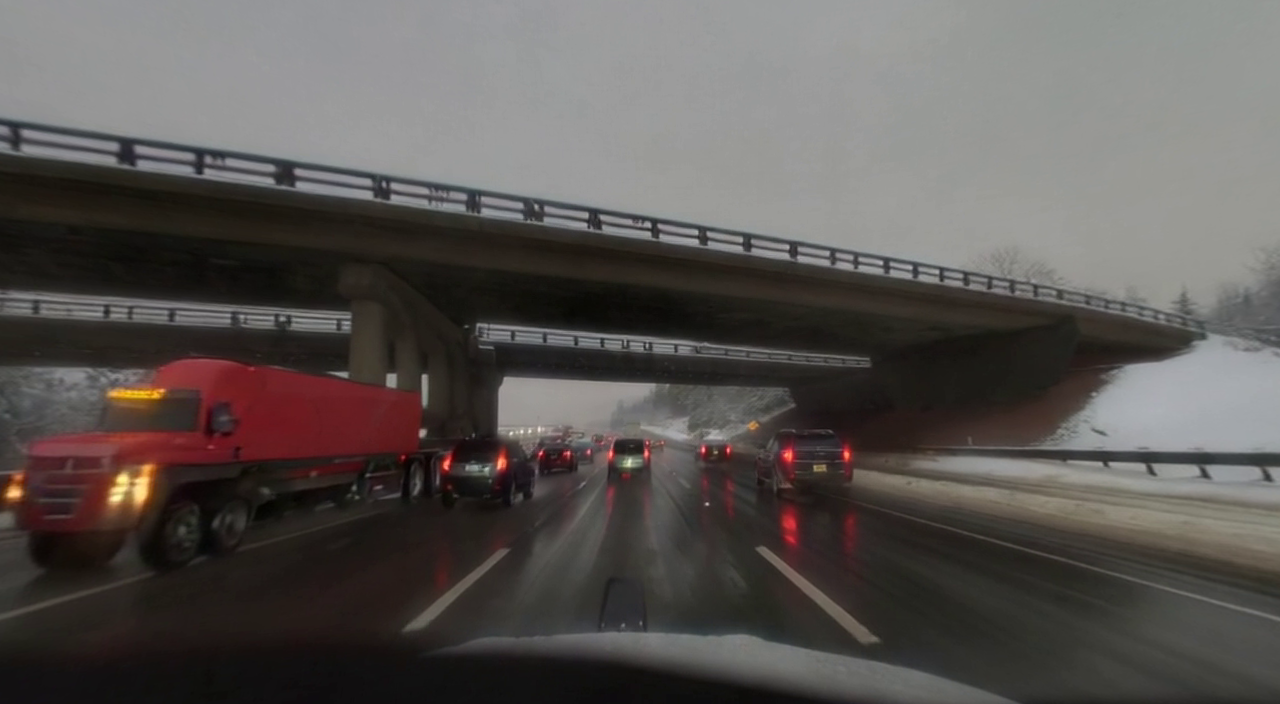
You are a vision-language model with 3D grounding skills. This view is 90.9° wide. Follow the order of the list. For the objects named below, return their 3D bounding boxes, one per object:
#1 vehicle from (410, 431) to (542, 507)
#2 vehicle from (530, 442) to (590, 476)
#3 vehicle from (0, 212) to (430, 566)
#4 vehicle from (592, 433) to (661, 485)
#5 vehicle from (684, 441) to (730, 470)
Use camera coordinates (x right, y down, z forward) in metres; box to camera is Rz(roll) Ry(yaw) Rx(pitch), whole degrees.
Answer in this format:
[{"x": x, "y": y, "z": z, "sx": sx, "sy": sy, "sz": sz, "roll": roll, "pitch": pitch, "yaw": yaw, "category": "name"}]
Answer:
[{"x": -3.952, "y": 2.895, "z": 16.082, "sx": 2.124, "sy": 1.639, "sz": 4.344, "roll": 0, "pitch": -8, "yaw": 1, "category": "vehicle"}, {"x": -3.686, "y": 5.024, "z": 29.923, "sx": 2.141, "sy": 1.455, "sz": 4.447, "roll": 0, "pitch": -8, "yaw": 1, "category": "vehicle"}, {"x": -7.503, "y": 1.112, "z": 12.182, "sx": 2.959, "sy": 3.886, "sz": 10.574, "roll": 0, "pitch": -8, "yaw": 1, "category": "vehicle"}, {"x": -0.444, "y": 3.830, "z": 22.952, "sx": 2.270, "sy": 1.696, "sz": 4.061, "roll": 0, "pitch": -8, "yaw": 0, "category": "vehicle"}, {"x": 3.595, "y": 5.659, "z": 34.564, "sx": 2.003, "sy": 1.465, "sz": 4.092, "roll": 0, "pitch": -8, "yaw": -1, "category": "vehicle"}]
